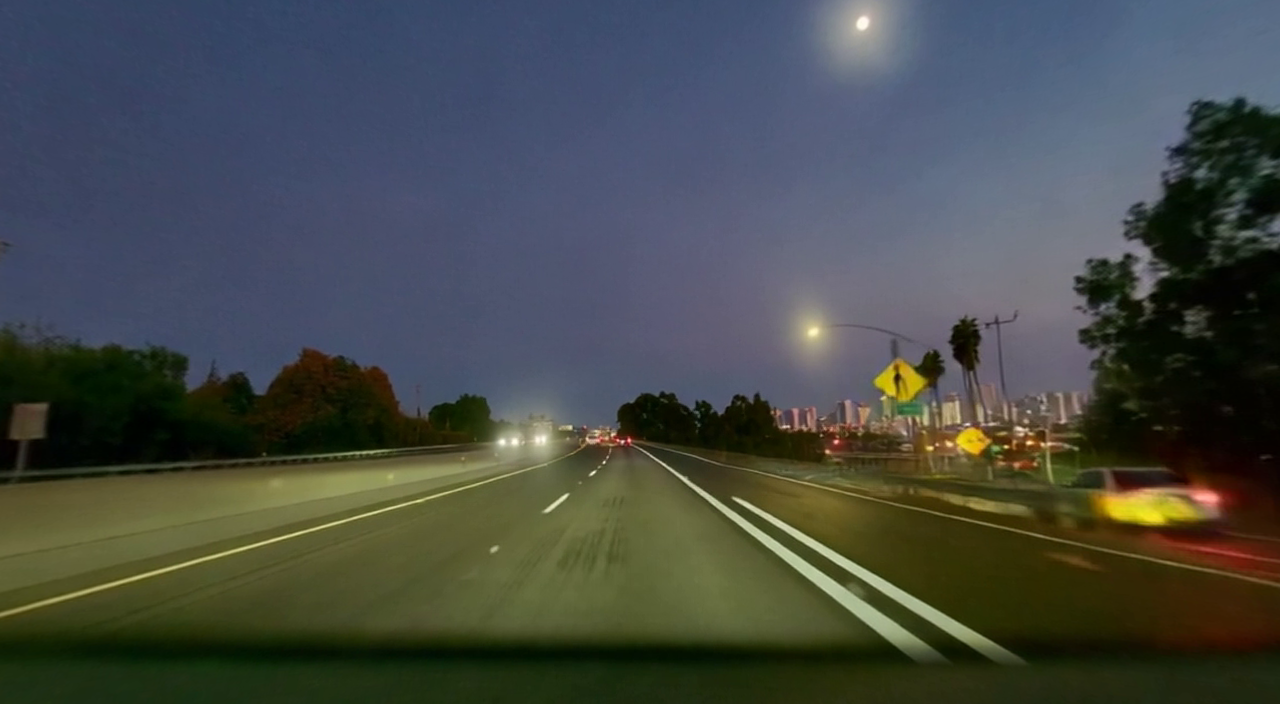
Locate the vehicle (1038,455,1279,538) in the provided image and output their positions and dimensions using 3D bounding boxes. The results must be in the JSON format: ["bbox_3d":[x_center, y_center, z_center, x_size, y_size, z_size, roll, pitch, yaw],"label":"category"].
[{"bbox_3d":[11.727,3.278,14.665,2.037,1.487,4.962,1,-11,6],"label":"vehicle"}]
